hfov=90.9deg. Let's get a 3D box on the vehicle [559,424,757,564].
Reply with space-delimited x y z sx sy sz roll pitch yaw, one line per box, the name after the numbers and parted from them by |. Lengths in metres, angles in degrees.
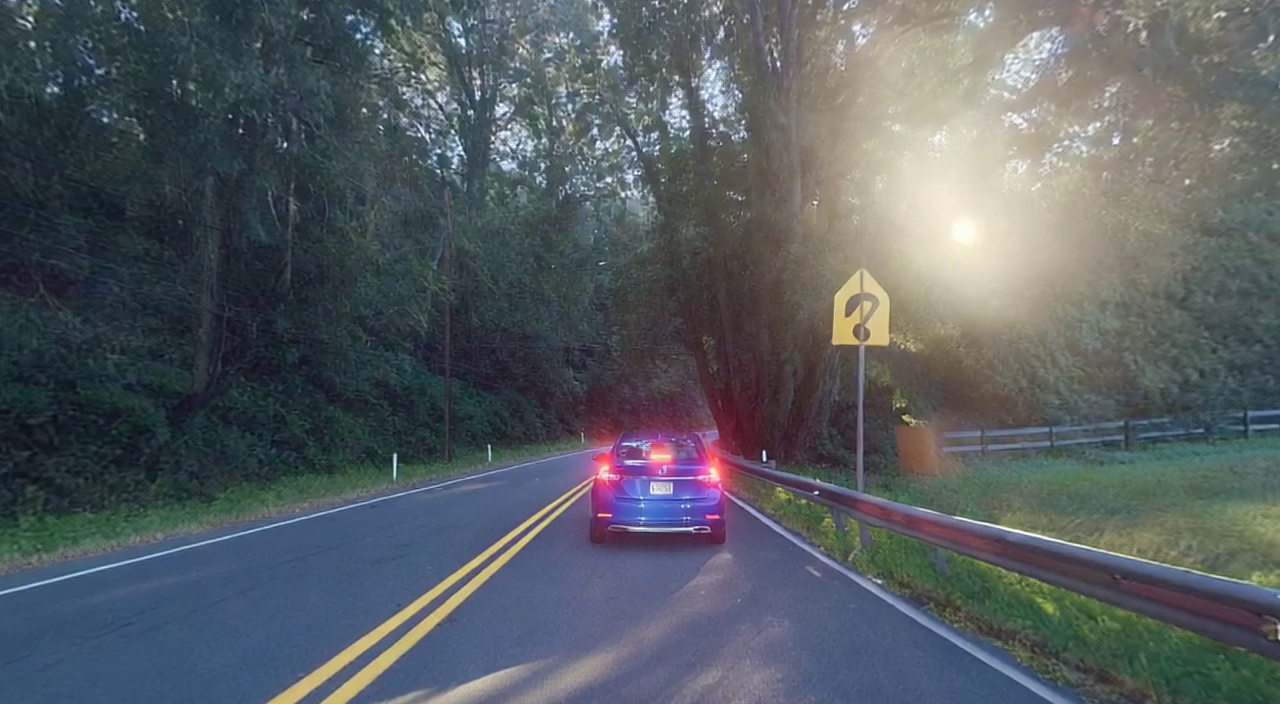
0.234 1.849 8.909 2.187 1.533 3.726 0 -8 1 | vehicle
